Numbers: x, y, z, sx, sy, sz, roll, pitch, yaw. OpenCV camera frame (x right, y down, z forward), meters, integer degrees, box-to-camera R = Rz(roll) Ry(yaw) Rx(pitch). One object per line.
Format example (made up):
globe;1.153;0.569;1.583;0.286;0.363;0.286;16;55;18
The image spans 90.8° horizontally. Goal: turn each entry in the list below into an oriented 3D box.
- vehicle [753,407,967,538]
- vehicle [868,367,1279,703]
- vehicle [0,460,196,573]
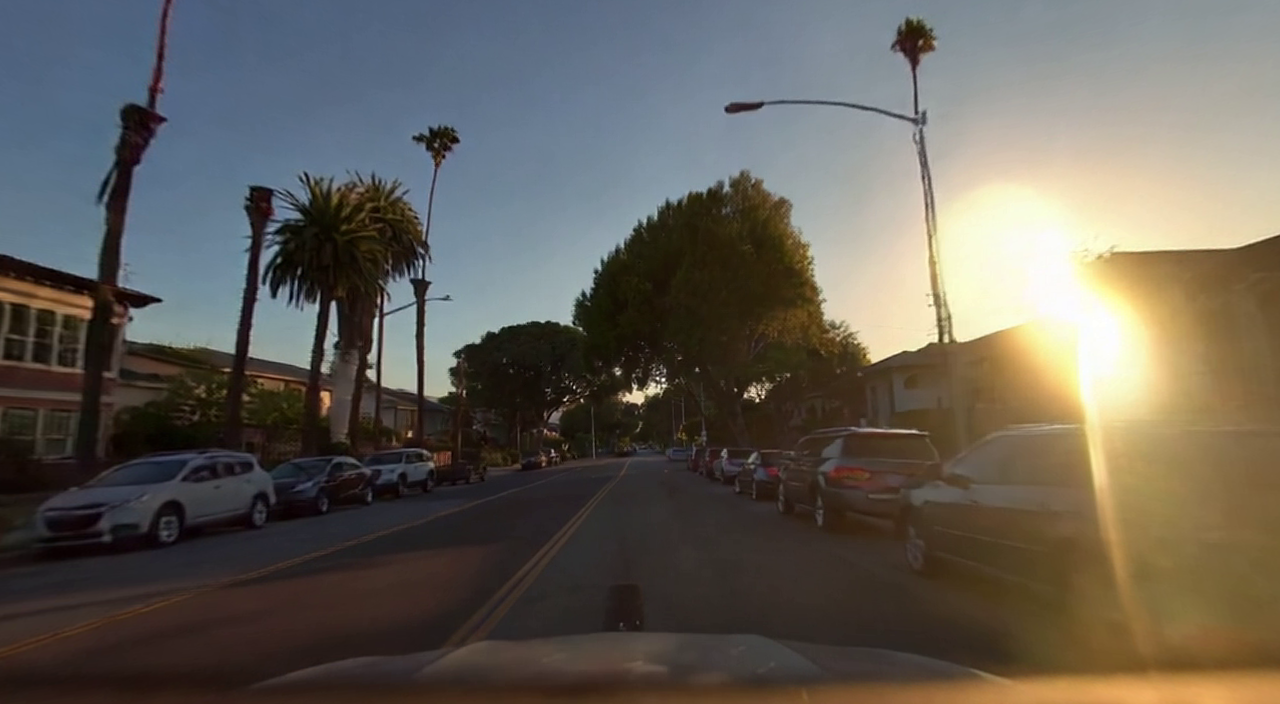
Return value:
vehicle;3.734;2.155;11.923;2.121;1.929;4.763;0;-8;-3
vehicle;3.591;1.206;5.142;1.899;1.669;4.259;0;-8;1
vehicle;-9.238;2.409;9.477;3.807;1.465;1.821;3;-9;-22
